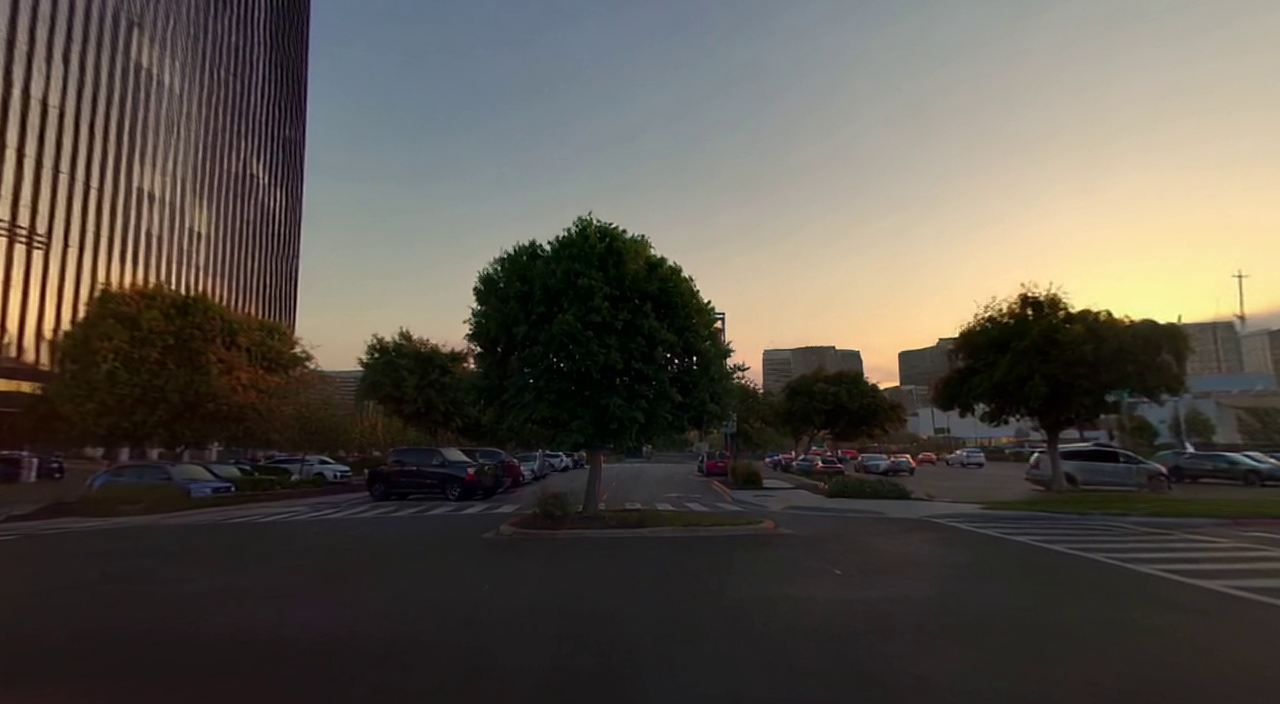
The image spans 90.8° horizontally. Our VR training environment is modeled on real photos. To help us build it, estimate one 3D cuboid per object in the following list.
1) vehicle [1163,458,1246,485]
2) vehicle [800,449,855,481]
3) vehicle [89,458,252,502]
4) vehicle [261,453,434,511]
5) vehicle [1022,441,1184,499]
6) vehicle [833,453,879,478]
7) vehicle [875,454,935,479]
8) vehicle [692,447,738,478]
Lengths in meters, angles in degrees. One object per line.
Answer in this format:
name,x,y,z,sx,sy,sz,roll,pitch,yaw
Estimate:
vehicle,31.251,6.584,35.057,1.519,1.371,3.278,0,-8,0
vehicle,10.518,6.348,35.769,1.936,1.673,4.305,0,-8,2
vehicle,-16.552,4.502,22.409,4.331,1.437,1.876,0,-9,3
vehicle,-8.674,3.827,18.958,4.442,1.504,1.809,4,-10,-27
vehicle,16.476,4.188,22.928,2.048,1.852,4.998,0,-9,0
vehicle,14.197,7.445,41.651,1.935,1.477,3.719,-1,-9,4
vehicle,17.089,7.386,40.973,1.971,1.478,4.477,0,-8,1
vehicle,4.545,6.822,39.311,2.262,1.794,5.331,0,-8,1
